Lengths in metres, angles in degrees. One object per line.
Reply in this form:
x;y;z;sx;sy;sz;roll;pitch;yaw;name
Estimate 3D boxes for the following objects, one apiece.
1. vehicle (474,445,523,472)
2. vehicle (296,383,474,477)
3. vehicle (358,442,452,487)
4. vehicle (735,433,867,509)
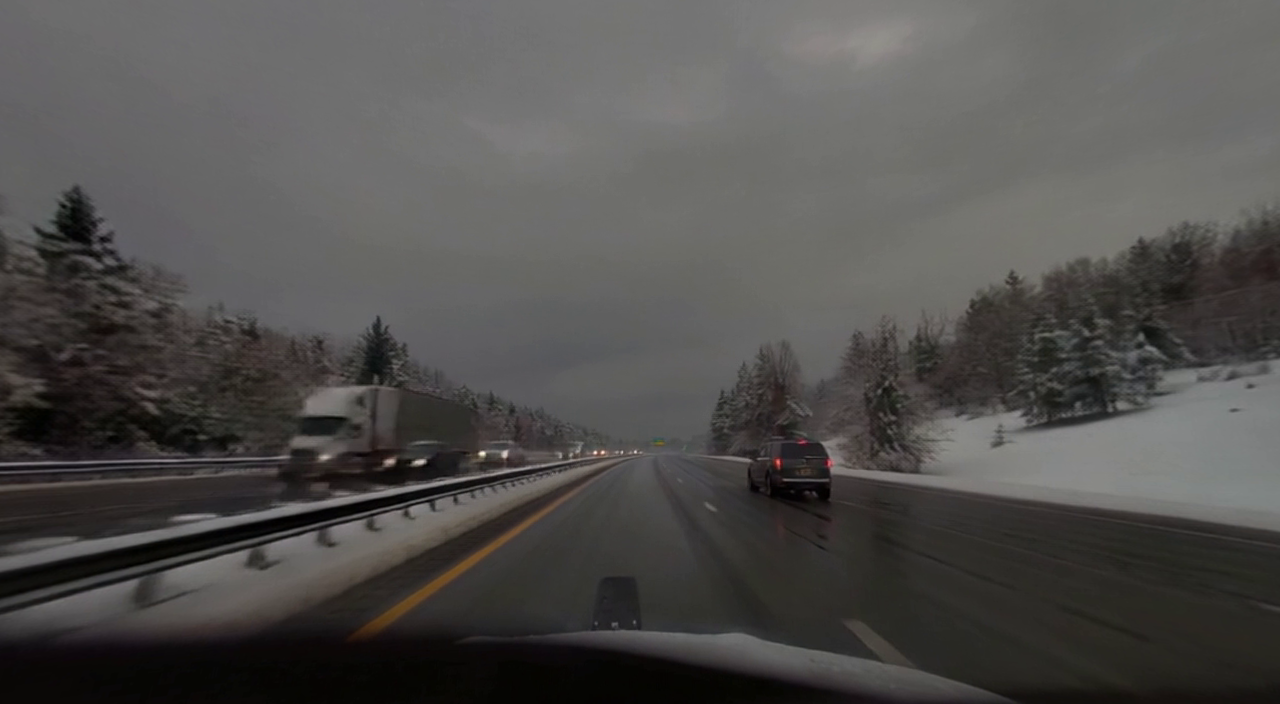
-9.000;6.791;40.184;2.023;1.628;4.241;-1;-9;1;vehicle
-13.340;4.696;35.759;3.099;4.089;16.683;0;-9;0;vehicle
-9.076;4.361;24.610;1.950;1.601;4.338;0;-9;1;vehicle
3.931;3.017;16.306;2.089;1.660;4.729;0;-9;-1;vehicle
